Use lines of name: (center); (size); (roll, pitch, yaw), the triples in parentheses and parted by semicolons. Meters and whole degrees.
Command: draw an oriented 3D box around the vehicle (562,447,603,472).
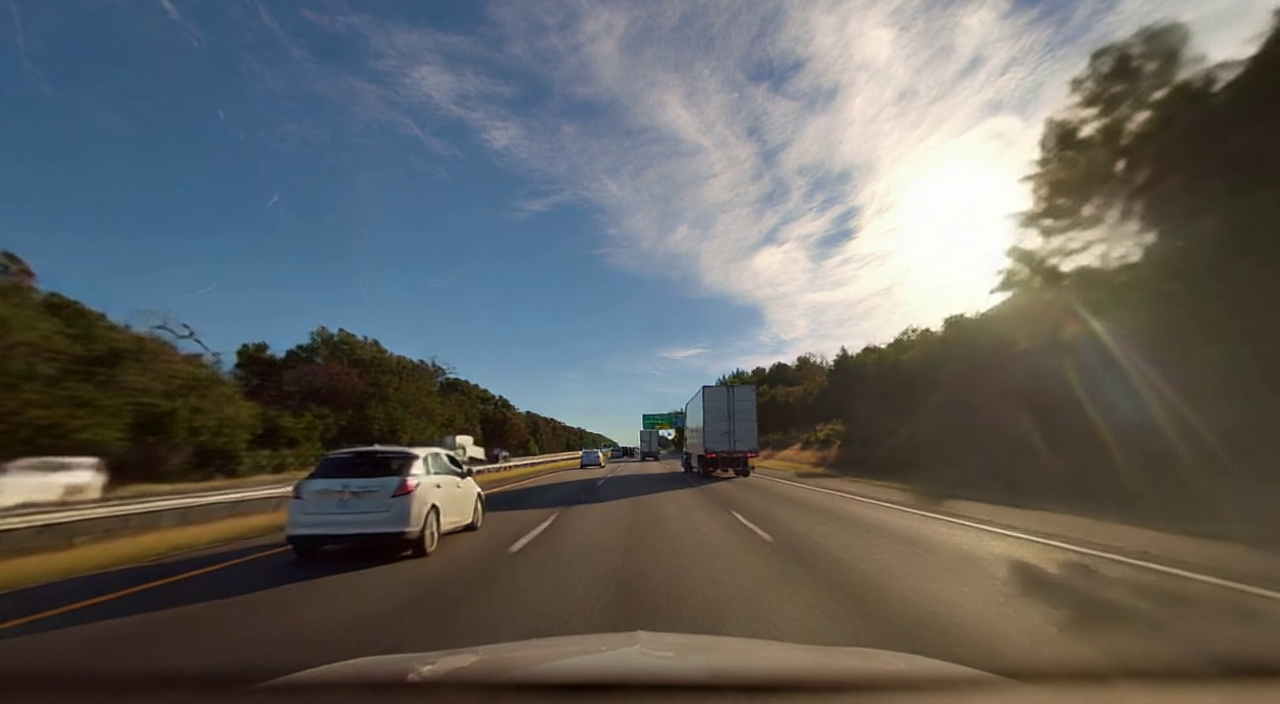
vehicle: (-3.521, 6.678, 39.480); (2.121, 1.445, 4.651); (0, -9, 0)

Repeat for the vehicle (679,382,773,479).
vehicle: (4.065, 4.439, 33.930); (2.974, 4.083, 14.389); (0, -9, 0)

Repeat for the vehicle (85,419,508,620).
vehicle: (-3.169, 1.680, 7.385); (2.104, 1.526, 4.940); (0, -9, 1)
